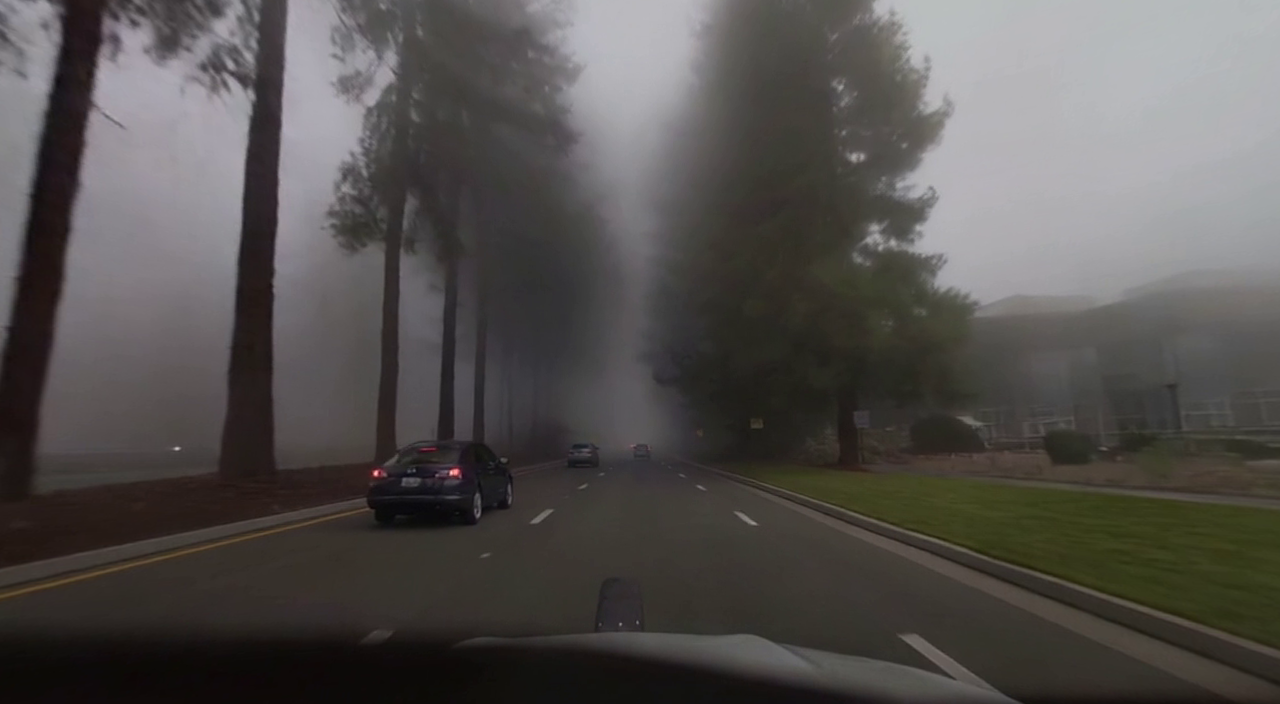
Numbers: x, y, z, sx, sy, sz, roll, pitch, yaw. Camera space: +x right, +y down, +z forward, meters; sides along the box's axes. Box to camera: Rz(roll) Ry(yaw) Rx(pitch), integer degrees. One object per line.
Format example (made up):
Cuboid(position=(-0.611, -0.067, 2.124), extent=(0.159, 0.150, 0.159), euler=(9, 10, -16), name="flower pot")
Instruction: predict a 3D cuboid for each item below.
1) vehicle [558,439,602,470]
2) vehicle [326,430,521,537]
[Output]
Cuboid(position=(-3.270, 5.698, 35.229), extent=(1.942, 1.588, 4.172), euler=(0, -9, 1), name="vehicle")
Cuboid(position=(-3.458, 2.185, 11.128), extent=(1.862, 1.478, 4.369), euler=(0, -9, 0), name="vehicle")
